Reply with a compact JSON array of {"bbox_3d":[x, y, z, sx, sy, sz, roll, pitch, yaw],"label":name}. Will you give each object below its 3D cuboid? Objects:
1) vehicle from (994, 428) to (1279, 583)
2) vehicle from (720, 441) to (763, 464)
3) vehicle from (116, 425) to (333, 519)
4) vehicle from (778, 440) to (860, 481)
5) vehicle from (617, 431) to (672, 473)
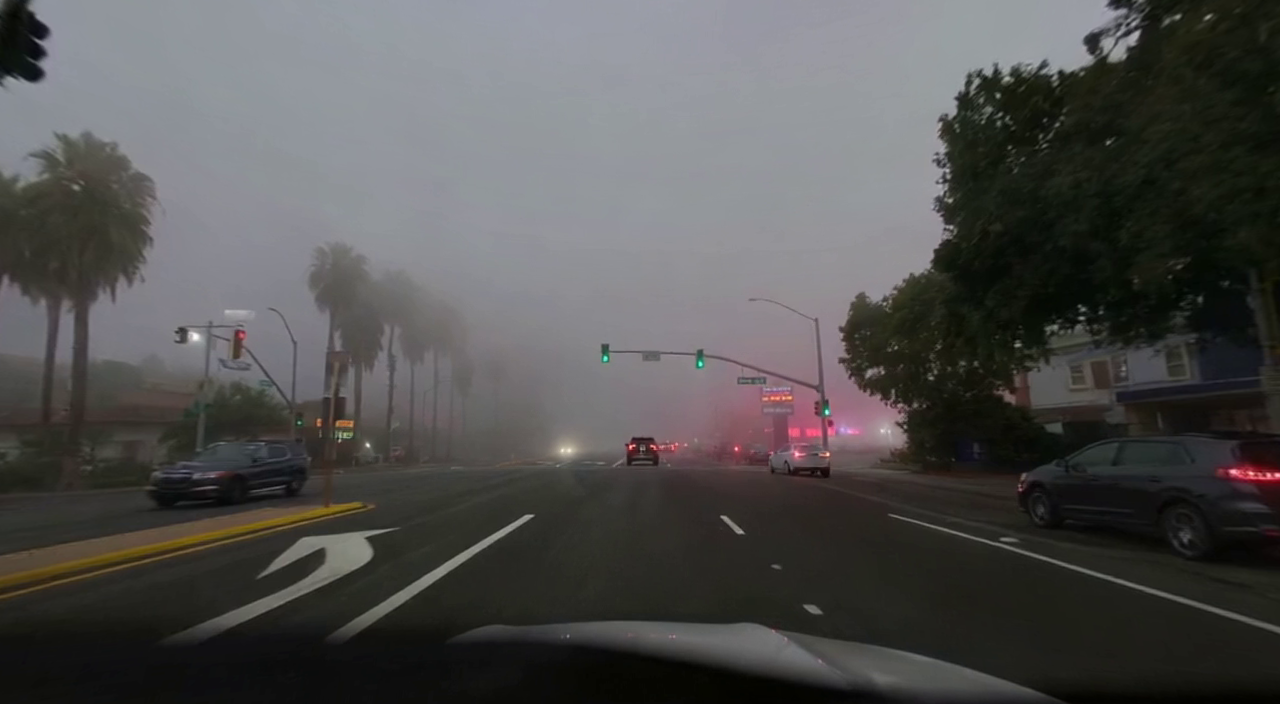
[{"bbox_3d":[7.171,1.818,8.329,2.076,1.483,4.963,0,-9,-1],"label":"vehicle"},{"bbox_3d":[7.001,7.004,44.129,2.038,1.476,5.032,0,-9,-1],"label":"vehicle"},{"bbox_3d":[-9.602,2.801,15.244,2.182,1.774,4.691,-3,-8,-2],"label":"vehicle"},{"bbox_3d":[6.981,4.264,25.150,1.902,1.461,4.428,0,-9,-1],"label":"vehicle"},{"bbox_3d":[0.162,4.796,30.401,2.428,1.816,4.959,0,-9,-1],"label":"vehicle"}]
